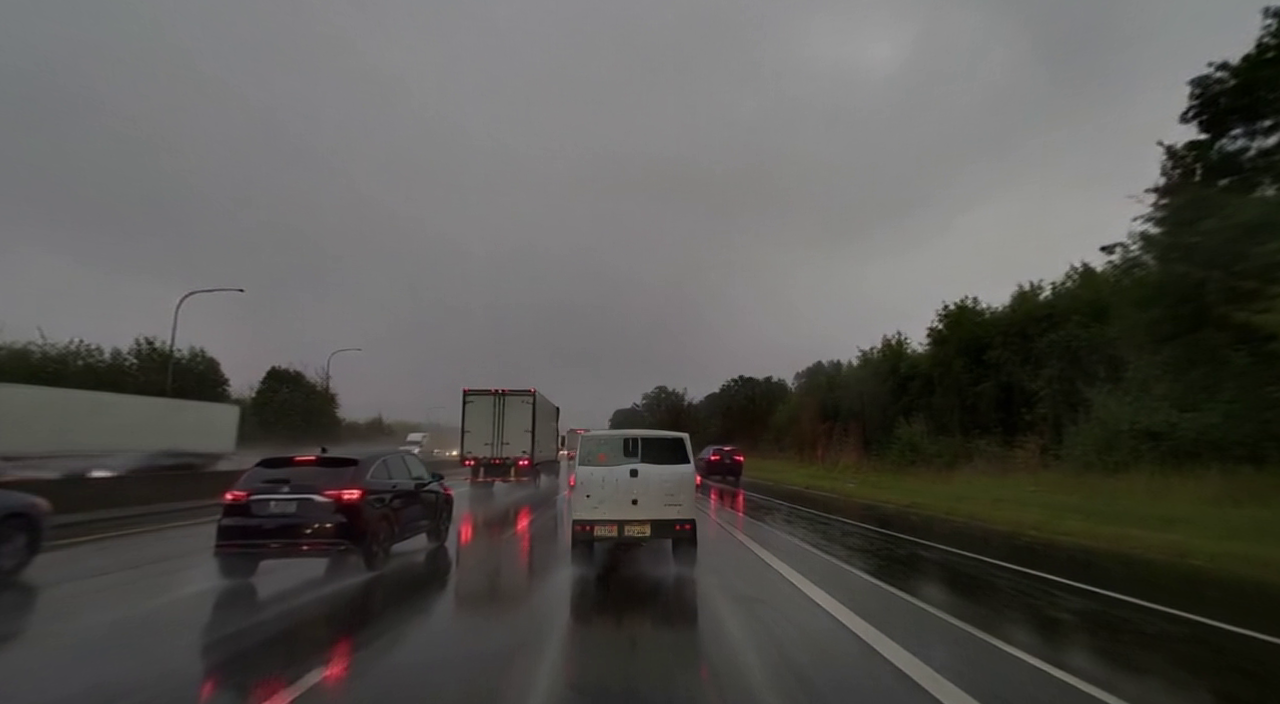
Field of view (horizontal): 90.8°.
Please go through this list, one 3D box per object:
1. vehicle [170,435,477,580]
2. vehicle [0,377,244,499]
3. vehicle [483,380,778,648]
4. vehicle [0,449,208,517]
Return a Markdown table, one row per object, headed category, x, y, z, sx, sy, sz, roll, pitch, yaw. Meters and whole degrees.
| category | x | y | z | sx | sy | sz | roll | pitch | yaw |
| --- | --- | --- | --- | --- | --- | --- | --- | --- | --- |
| vehicle | -3.922 | 1.984 | 8.914 | 1.986 | 1.501 | 4.407 | -1 | -9 | 1 |
| vehicle | -22.831 | 3.744 | 26.589 | 3.074 | 4.034 | 14.138 | 0 | -9 | 0 |
| vehicle | -0.091 | 1.359 | 6.068 | 1.995 | 1.798 | 3.380 | 0 | -9 | -1 |
| vehicle | -15.415 | 3.705 | 18.490 | 2.037 | 1.692 | 4.846 | -1 | -9 | 0 |
